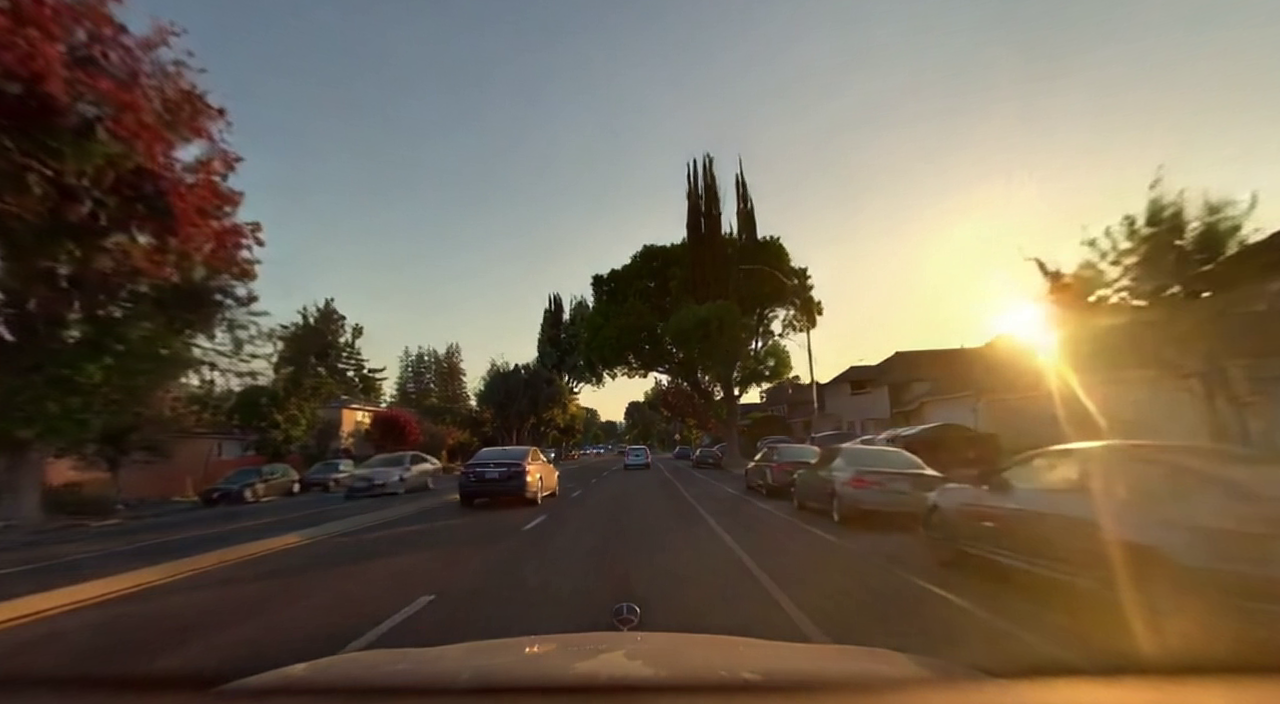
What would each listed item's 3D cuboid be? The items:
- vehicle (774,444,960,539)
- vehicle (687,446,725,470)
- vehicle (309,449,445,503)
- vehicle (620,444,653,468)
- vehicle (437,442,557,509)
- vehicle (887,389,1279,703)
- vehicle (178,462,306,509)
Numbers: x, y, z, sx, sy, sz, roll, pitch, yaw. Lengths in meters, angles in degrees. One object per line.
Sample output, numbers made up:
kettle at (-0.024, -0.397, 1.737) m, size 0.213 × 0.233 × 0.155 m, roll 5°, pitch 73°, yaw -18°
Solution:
vehicle at (4.039, 2.535, 12.220) m, size 1.881 × 1.453 × 4.574 m, roll 0°, pitch -9°, yaw 0°
vehicle at (4.306, 6.961, 41.668) m, size 1.944 × 1.470 × 4.530 m, roll 0°, pitch -9°, yaw -1°
vehicle at (-8.310, 3.933, 20.568) m, size 2.075 × 1.487 × 4.792 m, roll -1°, pitch -9°, yaw 4°
vehicle at (-0.239, 7.069, 43.051) m, size 2.088 × 1.495 × 4.048 m, roll 0°, pitch -9°, yaw 0°
vehicle at (-3.472, 3.077, 16.282) m, size 2.027 × 1.477 × 4.413 m, roll 0°, pitch -9°, yaw 0°
vehicle at (4.207, 1.386, 5.472) m, size 2.045 × 1.702 × 4.916 m, roll 0°, pitch -9°, yaw -1°
vehicle at (-14.894, 4.997, 23.976) m, size 1.862 × 1.466 × 4.429 m, roll -1°, pitch -9°, yaw 2°
